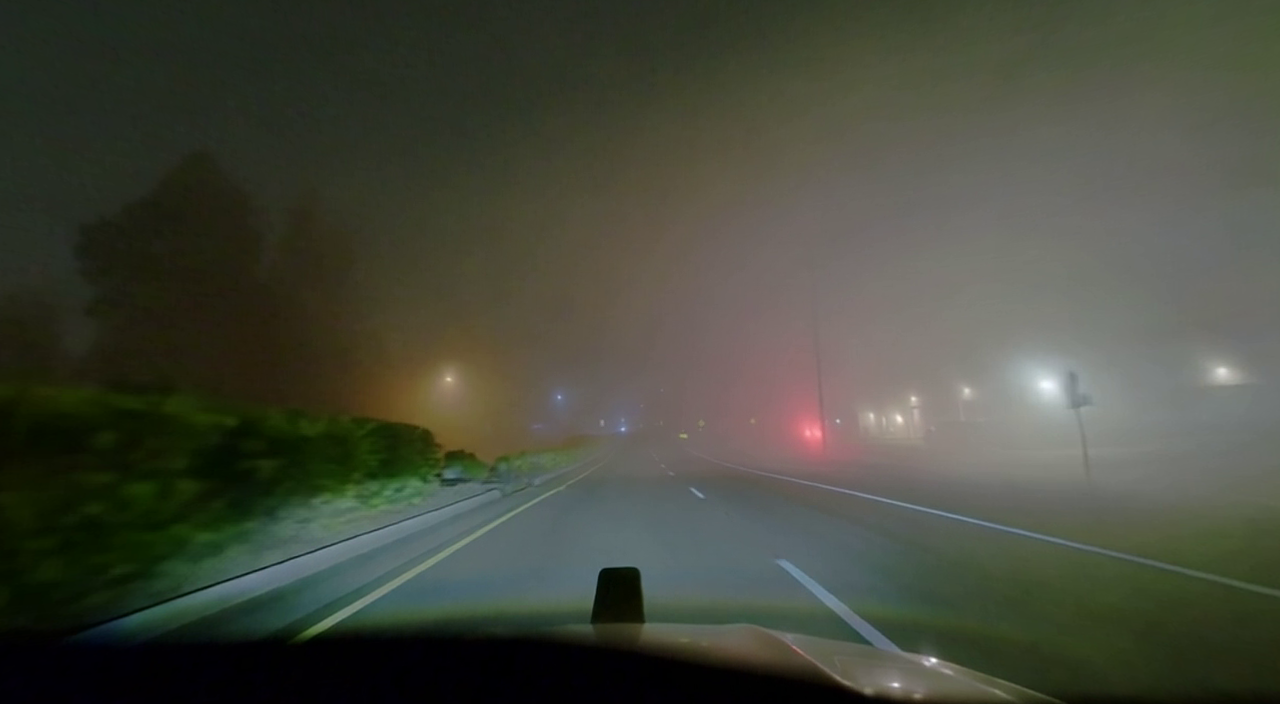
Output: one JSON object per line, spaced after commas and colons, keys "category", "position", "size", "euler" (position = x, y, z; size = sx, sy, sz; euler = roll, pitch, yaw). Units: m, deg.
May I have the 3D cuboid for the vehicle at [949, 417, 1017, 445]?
{"category": "vehicle", "position": [26.299, 6.147, 48.749], "size": [2.212, 2.073, 5.220], "euler": [0, -8, -1]}

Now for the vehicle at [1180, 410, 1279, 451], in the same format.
{"category": "vehicle", "position": [33.180, 4.342, 34.473], "size": [2.264, 2.032, 5.539], "euler": [0, -8, -2]}

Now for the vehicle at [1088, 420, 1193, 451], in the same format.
{"category": "vehicle", "position": [28.369, 4.796, 36.047], "size": [1.868, 1.599, 4.741], "euler": [0, -8, -4]}

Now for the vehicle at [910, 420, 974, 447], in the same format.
{"category": "vehicle", "position": [23.186, 6.363, 48.763], "size": [2.206, 1.947, 5.463], "euler": [0, -8, 0]}
